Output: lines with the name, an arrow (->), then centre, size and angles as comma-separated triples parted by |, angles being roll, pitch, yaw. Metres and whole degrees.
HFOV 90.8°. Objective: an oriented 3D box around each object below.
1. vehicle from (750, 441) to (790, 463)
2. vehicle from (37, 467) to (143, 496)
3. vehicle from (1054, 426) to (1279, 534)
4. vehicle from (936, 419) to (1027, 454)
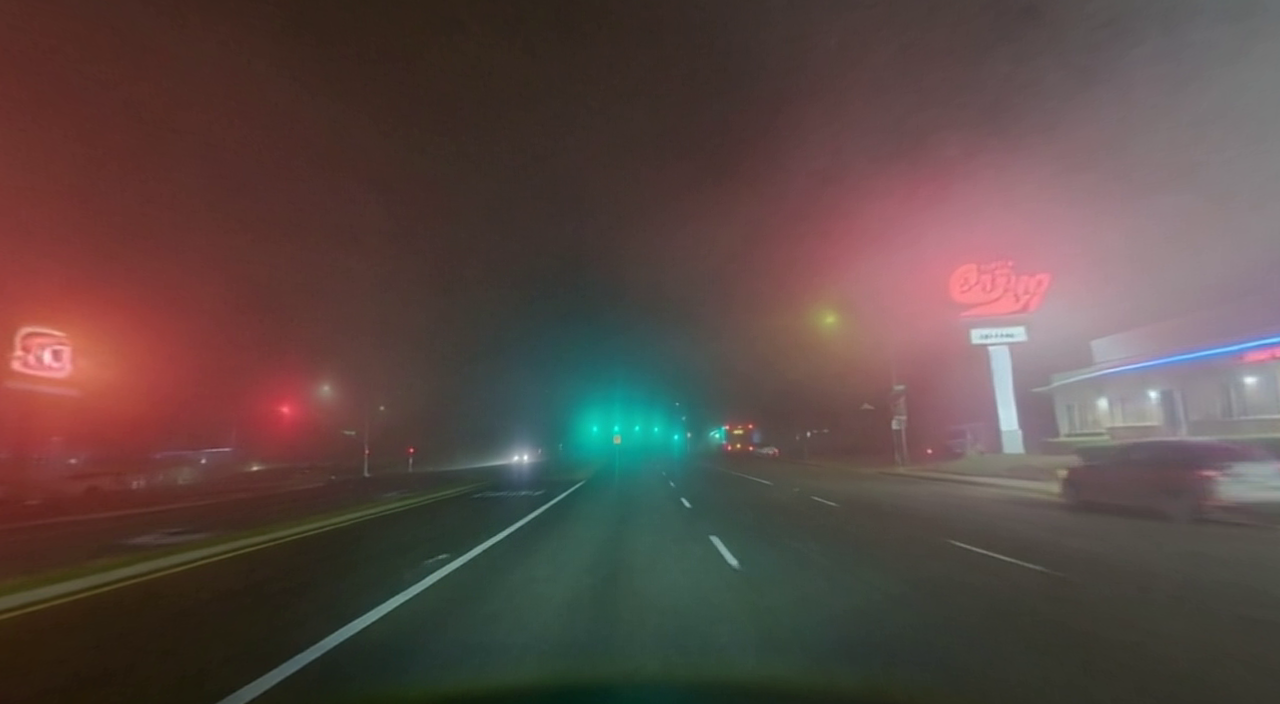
vehicle -> 10.196, 7.834, 49.775 | 2.085, 1.630, 4.403 | 0, -8, -2
vehicle -> -35.230, 8.306, 40.659 | 4.654, 1.648, 1.915 | 3, -9, -21
vehicle -> 10.142, 2.207, 11.590 | 1.886, 1.556, 4.513 | 0, -8, -2
vehicle -> 23.176, 5.807, 43.312 | 2.529, 2.138, 6.511 | -1, -7, -1
